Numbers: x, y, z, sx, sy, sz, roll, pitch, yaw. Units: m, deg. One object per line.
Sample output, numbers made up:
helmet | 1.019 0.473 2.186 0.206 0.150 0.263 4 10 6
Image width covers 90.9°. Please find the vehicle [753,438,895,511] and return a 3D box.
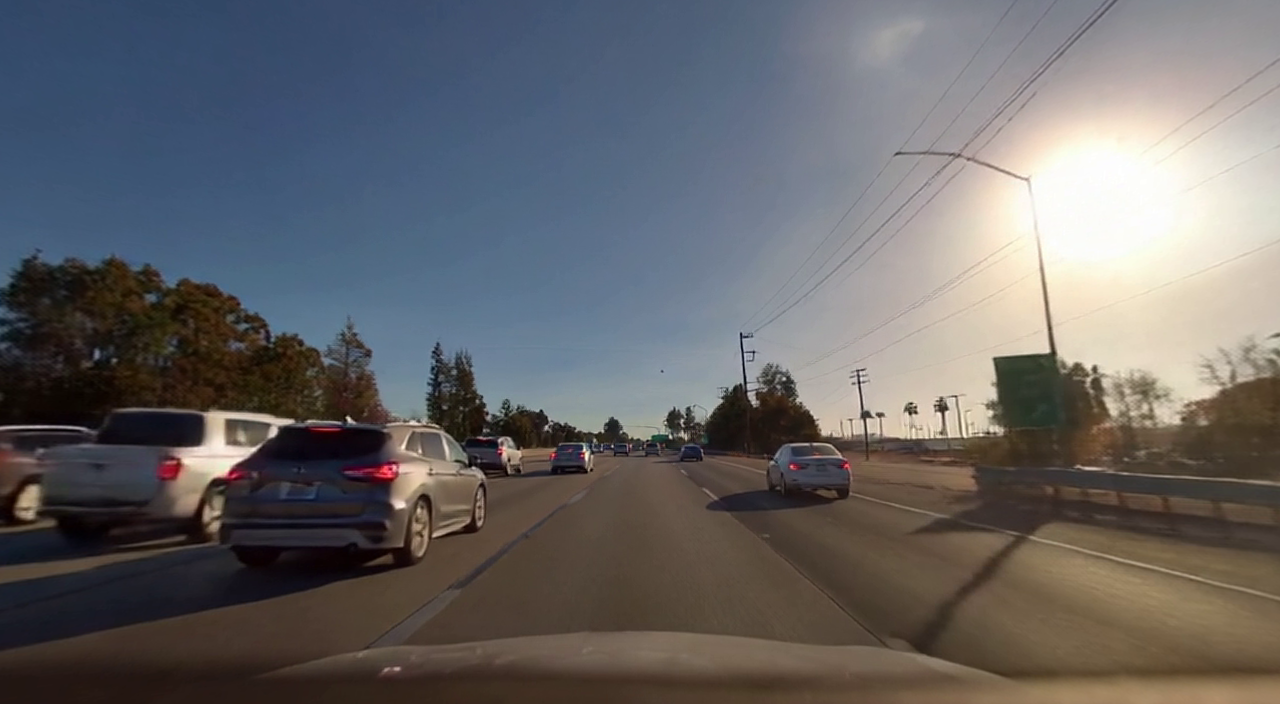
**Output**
vehicle | 4.197 2.868 15.321 2.022 1.472 4.678 0 -8 0

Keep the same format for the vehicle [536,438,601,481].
vehicle | -2.941 4.539 27.045 2.133 1.668 4.505 0 -8 2

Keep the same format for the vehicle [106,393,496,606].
vehicle | -3.373 1.574 7.636 2.133 1.775 4.530 0 -8 1
